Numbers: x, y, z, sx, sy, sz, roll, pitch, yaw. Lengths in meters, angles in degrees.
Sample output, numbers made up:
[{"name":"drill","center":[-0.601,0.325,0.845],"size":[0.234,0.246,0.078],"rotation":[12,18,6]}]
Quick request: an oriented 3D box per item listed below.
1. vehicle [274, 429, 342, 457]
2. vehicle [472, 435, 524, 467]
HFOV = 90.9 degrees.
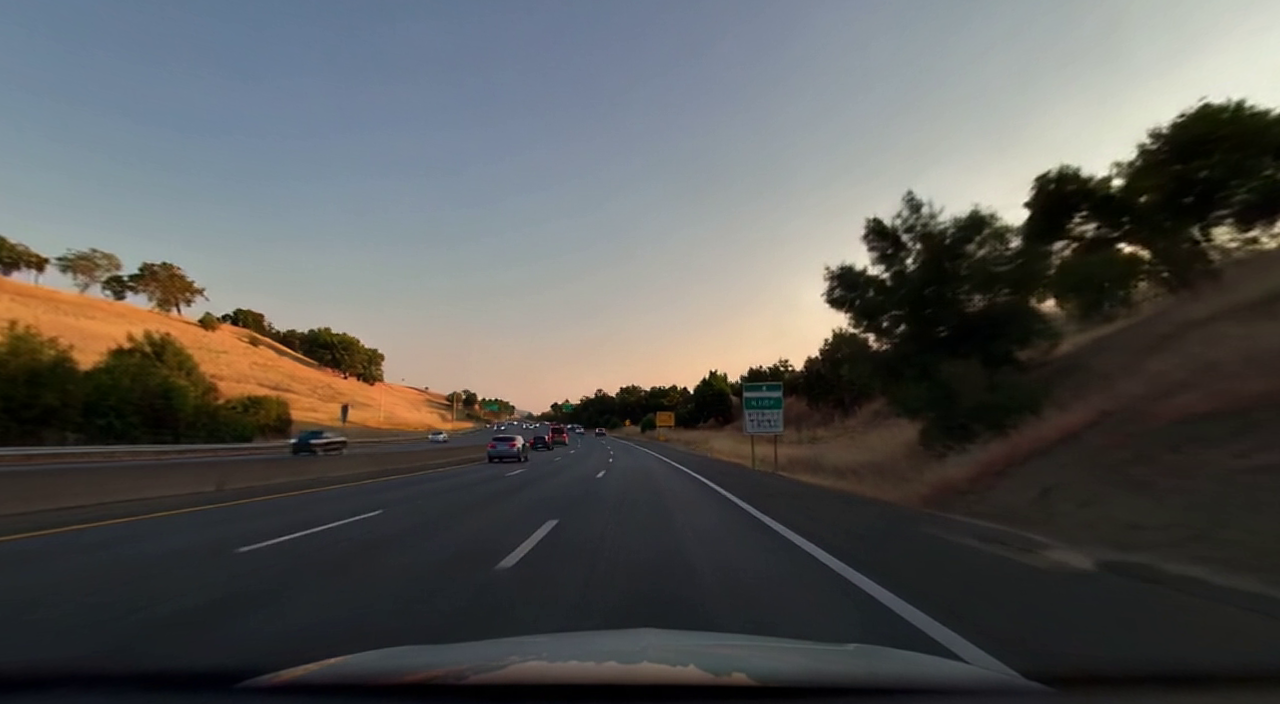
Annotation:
[{"name":"vehicle","center":[-21.366,5.878,40.805],"size":[2.005,1.716,4.606],"rotation":[0,-8,-2]},{"name":"vehicle","center":[-7.606,5.335,34.241],"size":[1.931,1.608,3.977],"rotation":[0,-8,-1]}]
